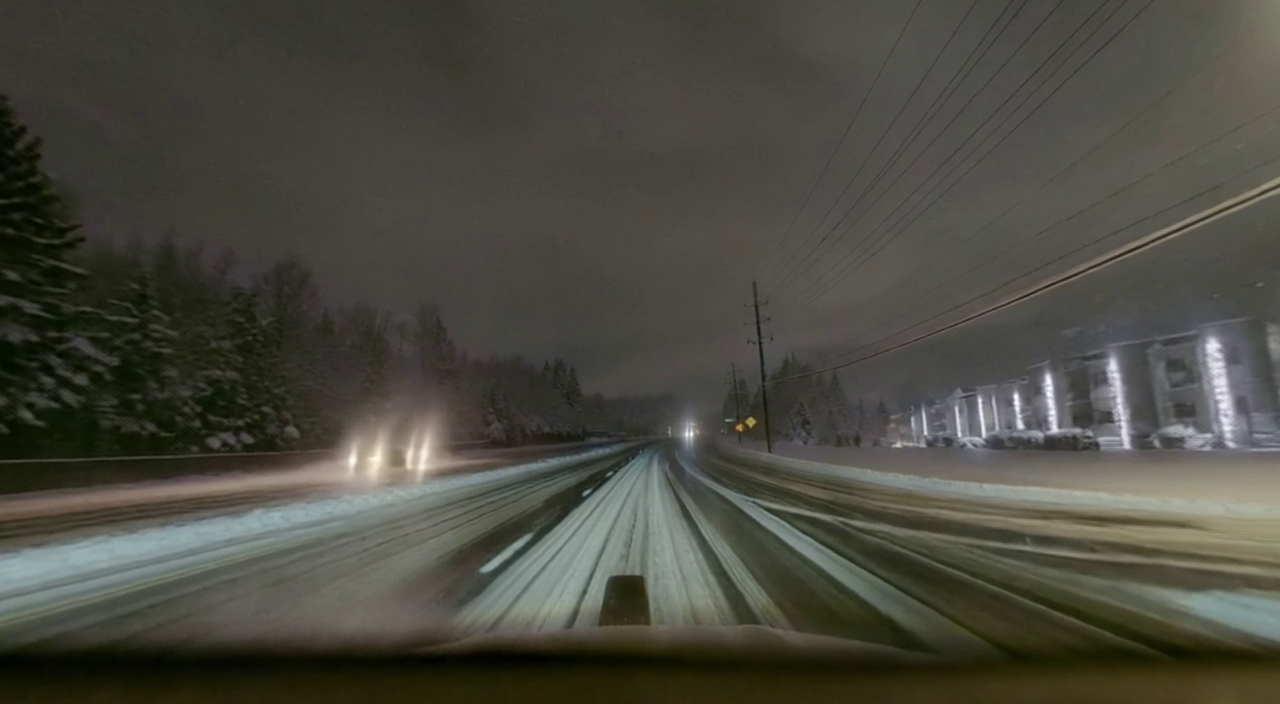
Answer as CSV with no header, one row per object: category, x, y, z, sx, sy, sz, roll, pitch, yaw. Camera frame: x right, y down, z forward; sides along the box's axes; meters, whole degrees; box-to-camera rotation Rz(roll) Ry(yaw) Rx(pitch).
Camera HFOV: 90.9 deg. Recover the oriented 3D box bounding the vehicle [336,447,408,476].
vehicle,-16.243,6.644,38.526,2.082,1.642,4.640,-1,-8,5
